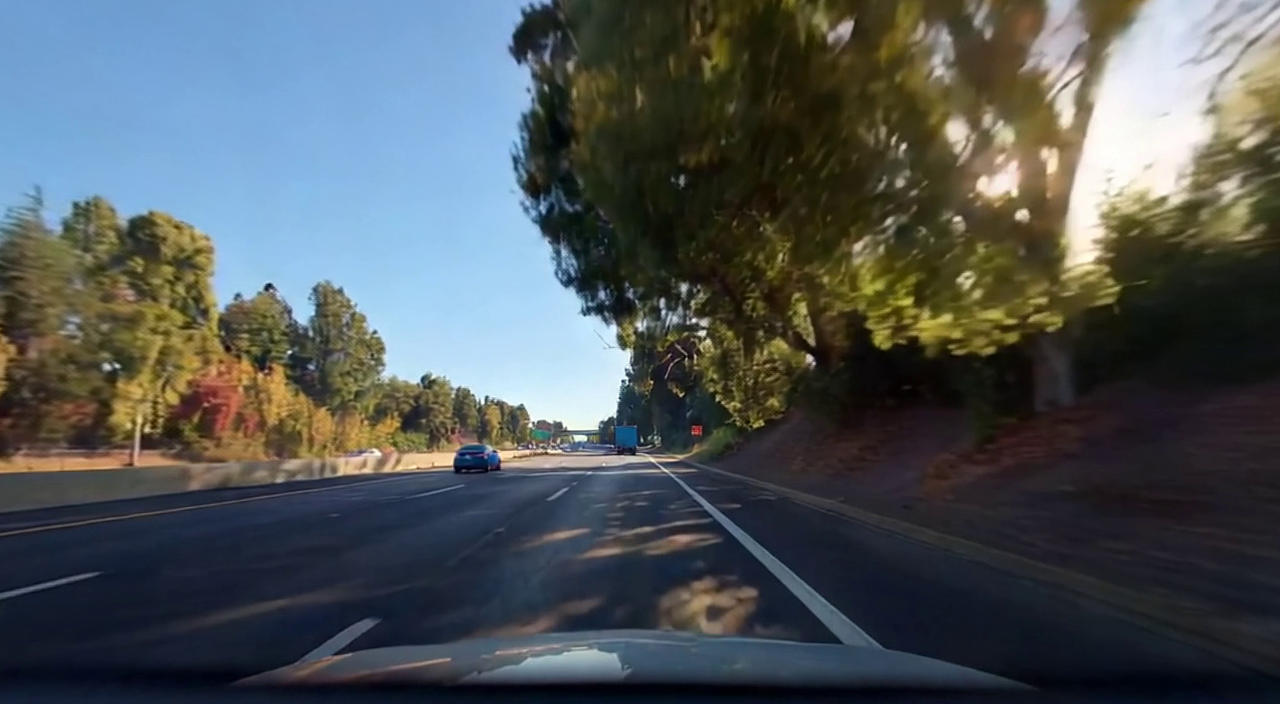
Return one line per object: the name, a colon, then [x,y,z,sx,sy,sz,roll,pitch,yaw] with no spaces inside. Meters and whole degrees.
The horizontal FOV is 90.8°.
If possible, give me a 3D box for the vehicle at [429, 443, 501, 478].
vehicle: [-8.175,5.100,29.975,2.155,1.504,4.490,0,-8,0]
